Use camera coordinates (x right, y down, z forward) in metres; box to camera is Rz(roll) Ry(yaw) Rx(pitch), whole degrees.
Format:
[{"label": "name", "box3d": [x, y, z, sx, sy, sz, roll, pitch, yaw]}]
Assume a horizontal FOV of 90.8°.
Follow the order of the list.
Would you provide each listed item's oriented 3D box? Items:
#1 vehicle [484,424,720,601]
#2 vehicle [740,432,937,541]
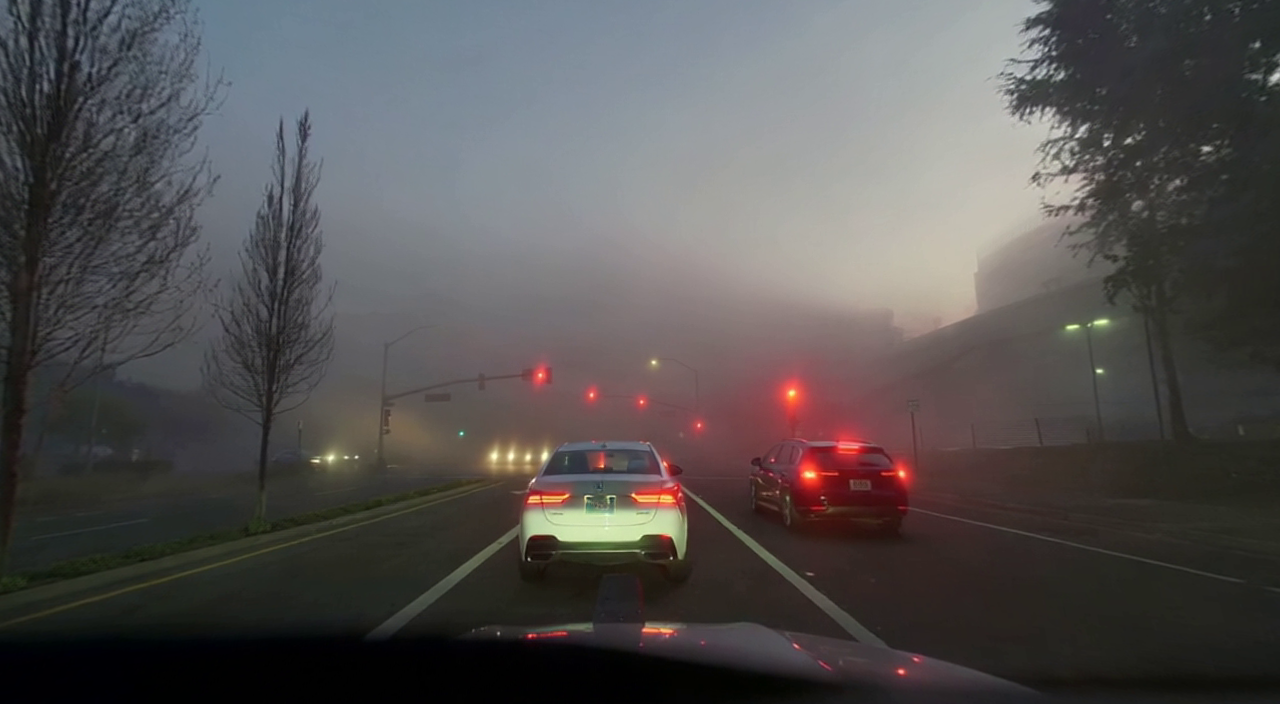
[{"label": "vehicle", "box3d": [-0.347, 1.643, 7.243, 2.006, 1.487, 3.535, 0, -9, -1]}, {"label": "vehicle", "box3d": [3.096, 2.189, 10.955, 1.910, 1.474, 4.263, 0, -9, -2]}]
